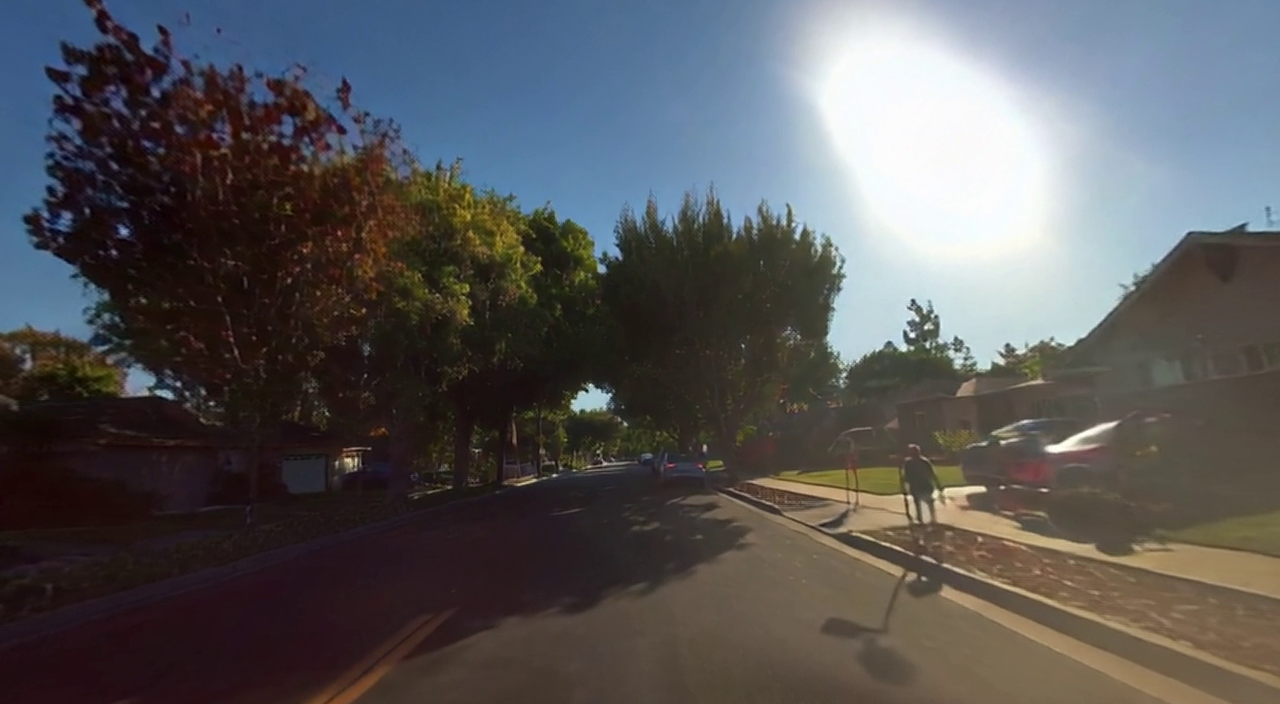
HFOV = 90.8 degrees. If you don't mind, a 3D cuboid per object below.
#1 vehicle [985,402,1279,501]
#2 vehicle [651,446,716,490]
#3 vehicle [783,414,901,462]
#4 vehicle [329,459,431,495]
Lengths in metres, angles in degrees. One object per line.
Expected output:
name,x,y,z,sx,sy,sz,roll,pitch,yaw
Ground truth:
vehicle,9.178,1.853,11.832,4.230,1.666,1.978,0,-9,0
vehicle,1.582,4.480,24.778,2.009,1.506,4.698,0,-9,-2
vehicle,9.460,4.126,29.992,4.861,1.911,2.181,2,-13,0
vehicle,-13.884,6.693,33.941,4.511,1.809,2.018,0,-9,0
